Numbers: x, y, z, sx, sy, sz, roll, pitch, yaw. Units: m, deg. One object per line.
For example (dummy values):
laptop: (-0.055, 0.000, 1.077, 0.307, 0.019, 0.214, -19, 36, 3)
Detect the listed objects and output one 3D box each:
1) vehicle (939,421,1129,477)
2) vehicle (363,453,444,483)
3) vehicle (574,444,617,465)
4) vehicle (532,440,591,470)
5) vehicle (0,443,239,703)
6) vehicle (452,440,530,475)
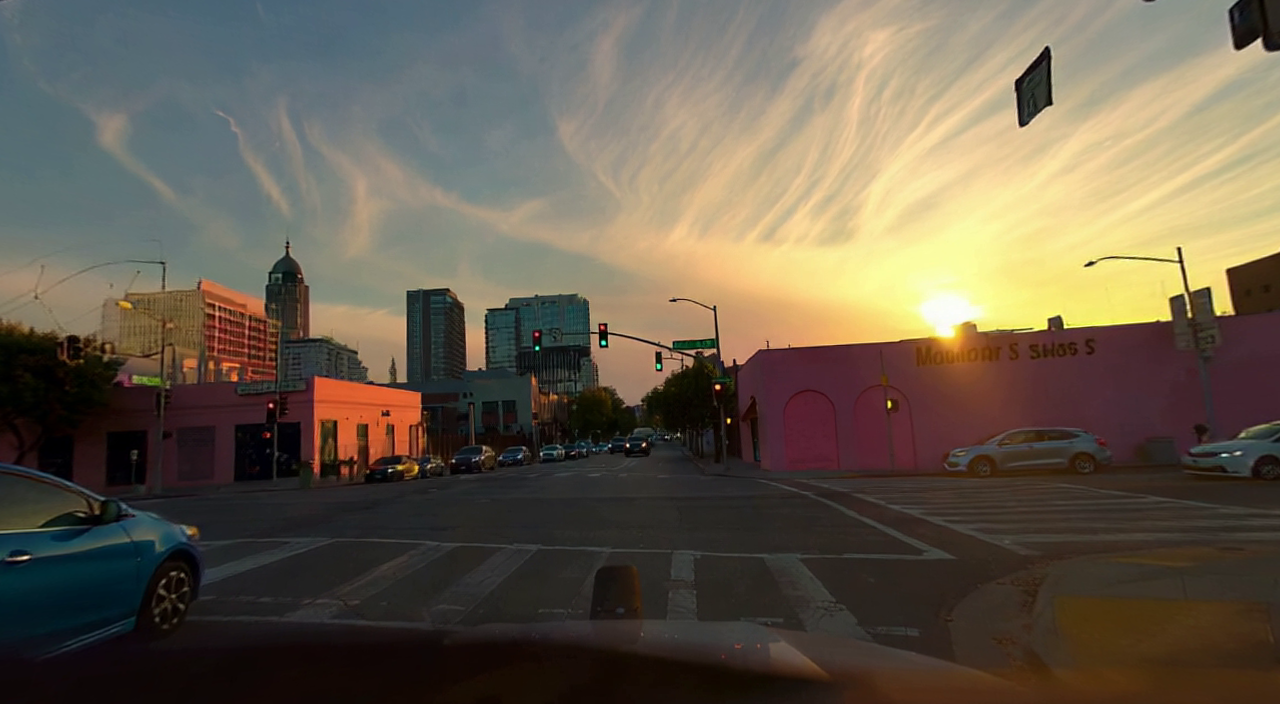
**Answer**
vehicle: (11.577, 2.889, 18.793, 4.355, 1.546, 1.820, -1, -9, 6)
vehicle: (-12.585, 6.175, 33.874, 1.976, 1.425, 4.567, -1, -9, 9)
vehicle: (-3.046, 7.155, 44.005, 1.743, 1.362, 4.350, -2, -9, 14)
vehicle: (-4.503, 5.990, 36.859, 1.928, 1.647, 4.575, -2, -9, 13)
vehicle: (-3.656, 0.976, 2.146, 1.759, 1.325, 4.295, 0, -9, 0)
vehicle: (-8.385, 5.975, 36.054, 2.152, 1.825, 5.406, -2, -9, 12)
